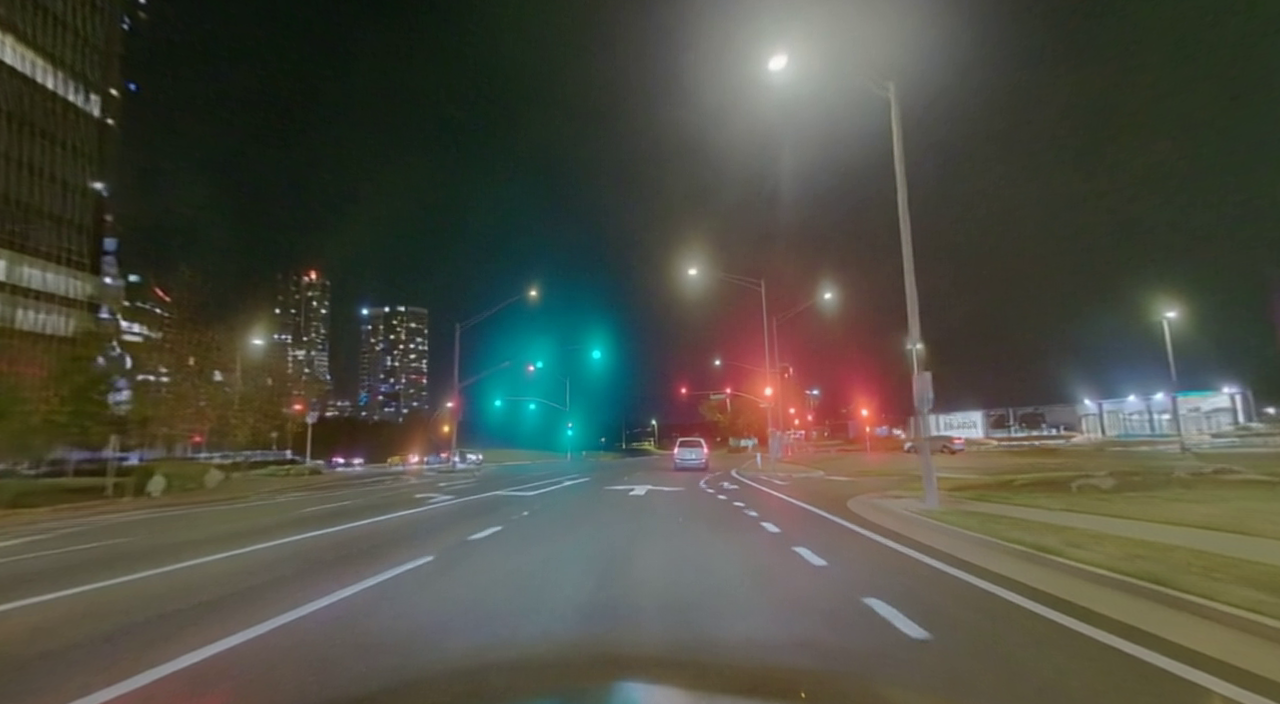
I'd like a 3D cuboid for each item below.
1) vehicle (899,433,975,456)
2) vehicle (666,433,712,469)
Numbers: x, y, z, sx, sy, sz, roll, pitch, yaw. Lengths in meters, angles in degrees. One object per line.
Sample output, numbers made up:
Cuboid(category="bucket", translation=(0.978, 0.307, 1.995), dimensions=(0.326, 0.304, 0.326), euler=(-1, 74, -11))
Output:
Cuboid(category="vehicle", translation=(22.300, 6.931, 47.489), dimensions=(4.952, 1.517, 1.997), euler=(-6, -7, 25))
Cuboid(category="vehicle", translation=(2.725, 5.349, 34.380), dimensions=(2.230, 1.827, 4.298), euler=(-1, -8, 8))
